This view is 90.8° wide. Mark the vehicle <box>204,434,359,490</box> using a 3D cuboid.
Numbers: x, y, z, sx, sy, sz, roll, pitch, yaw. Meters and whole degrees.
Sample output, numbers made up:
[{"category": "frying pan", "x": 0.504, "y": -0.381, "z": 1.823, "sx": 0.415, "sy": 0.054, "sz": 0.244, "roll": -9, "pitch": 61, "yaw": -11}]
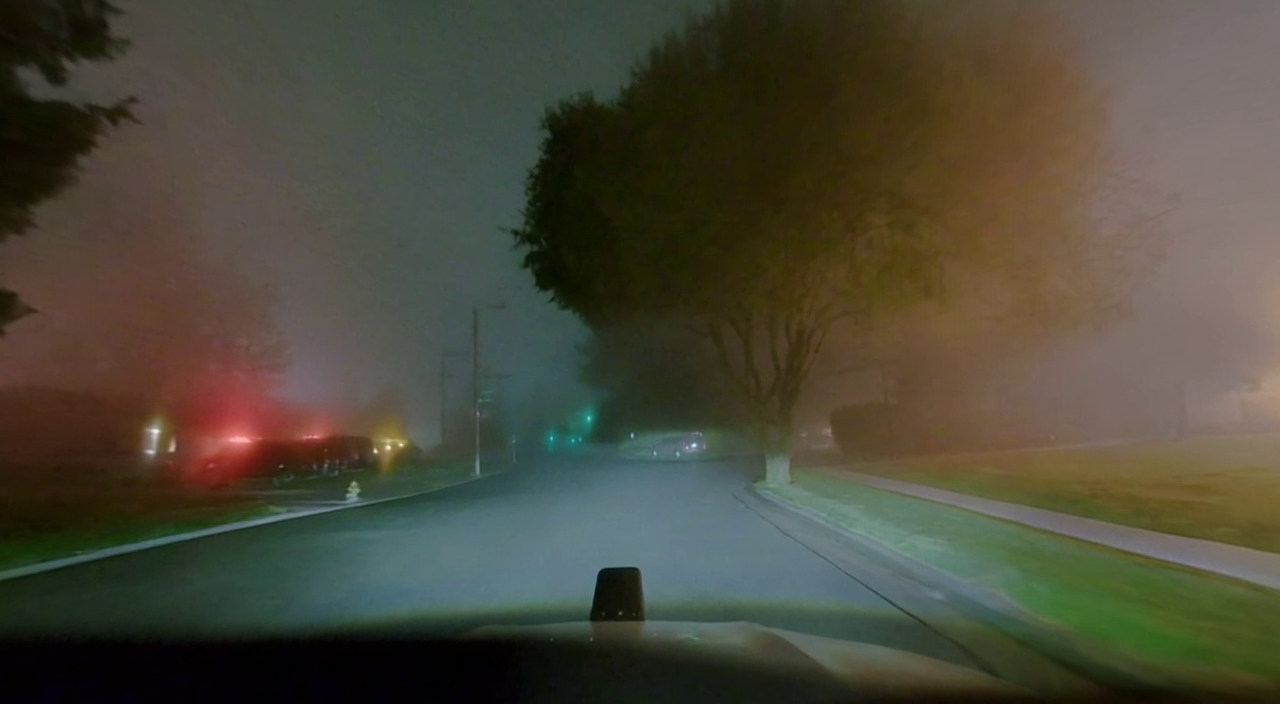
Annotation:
[{"category": "vehicle", "x": -14.607, "y": 4.493, "z": 25.998, "sx": 5.045, "sy": 1.835, "sz": 2.315, "roll": -4, "pitch": -9, "yaw": 2}]
